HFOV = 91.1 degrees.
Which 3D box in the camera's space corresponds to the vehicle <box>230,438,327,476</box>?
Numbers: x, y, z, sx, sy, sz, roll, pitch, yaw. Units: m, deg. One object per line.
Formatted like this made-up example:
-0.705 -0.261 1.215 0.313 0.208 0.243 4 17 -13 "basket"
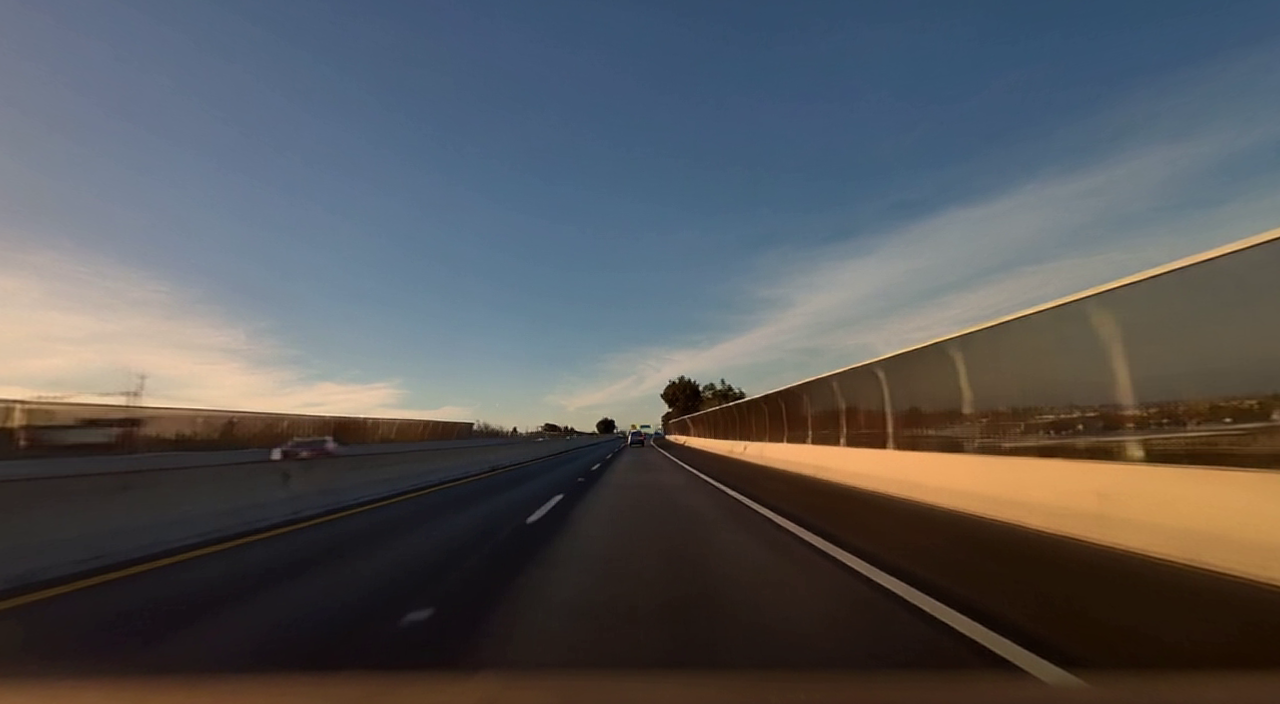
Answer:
-16.495 4.772 28.949 1.893 1.607 4.347 0 -8 0 "vehicle"
